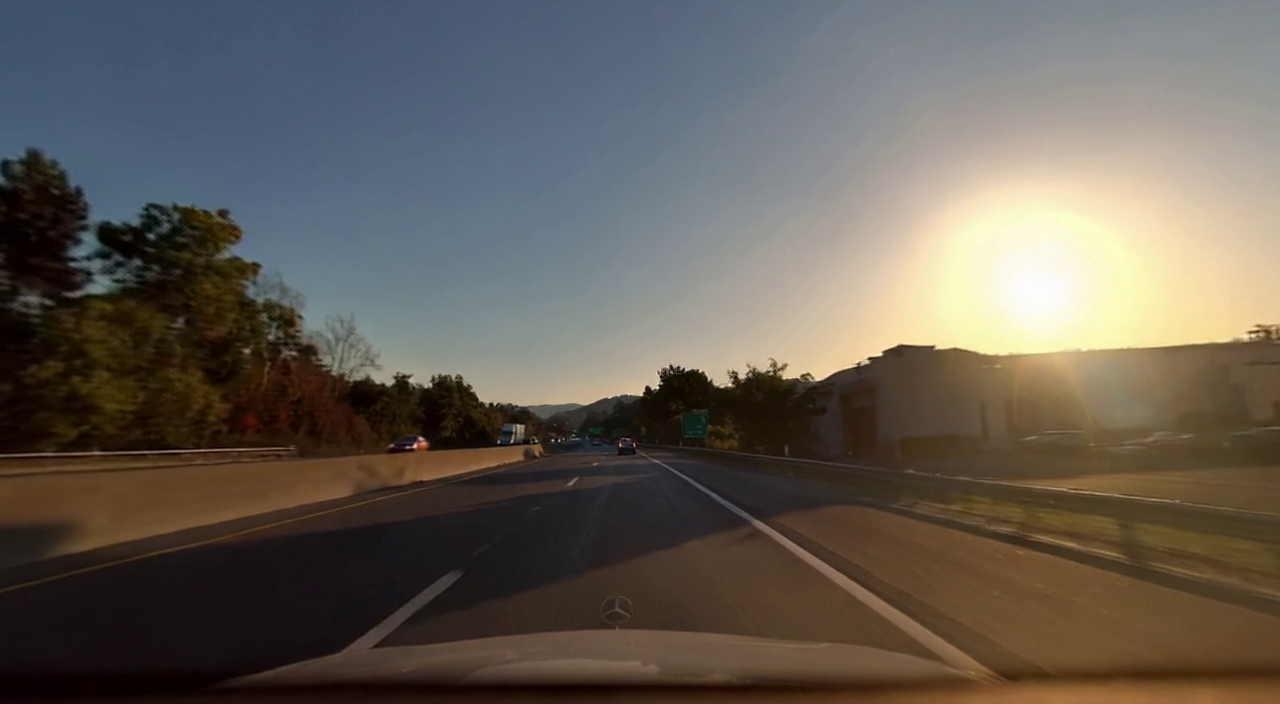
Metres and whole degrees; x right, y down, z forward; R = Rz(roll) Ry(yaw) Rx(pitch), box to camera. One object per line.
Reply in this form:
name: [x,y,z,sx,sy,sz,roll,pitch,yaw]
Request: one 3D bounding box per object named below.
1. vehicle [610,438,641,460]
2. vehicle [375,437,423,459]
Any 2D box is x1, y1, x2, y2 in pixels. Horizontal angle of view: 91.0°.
vehicle: [-1.035,6.844,44.553,2.099,1.504,3.843,0,-8,-2]
vehicle: [-16.976,6.764,44.537,1.913,1.476,4.020,0,-8,-1]
